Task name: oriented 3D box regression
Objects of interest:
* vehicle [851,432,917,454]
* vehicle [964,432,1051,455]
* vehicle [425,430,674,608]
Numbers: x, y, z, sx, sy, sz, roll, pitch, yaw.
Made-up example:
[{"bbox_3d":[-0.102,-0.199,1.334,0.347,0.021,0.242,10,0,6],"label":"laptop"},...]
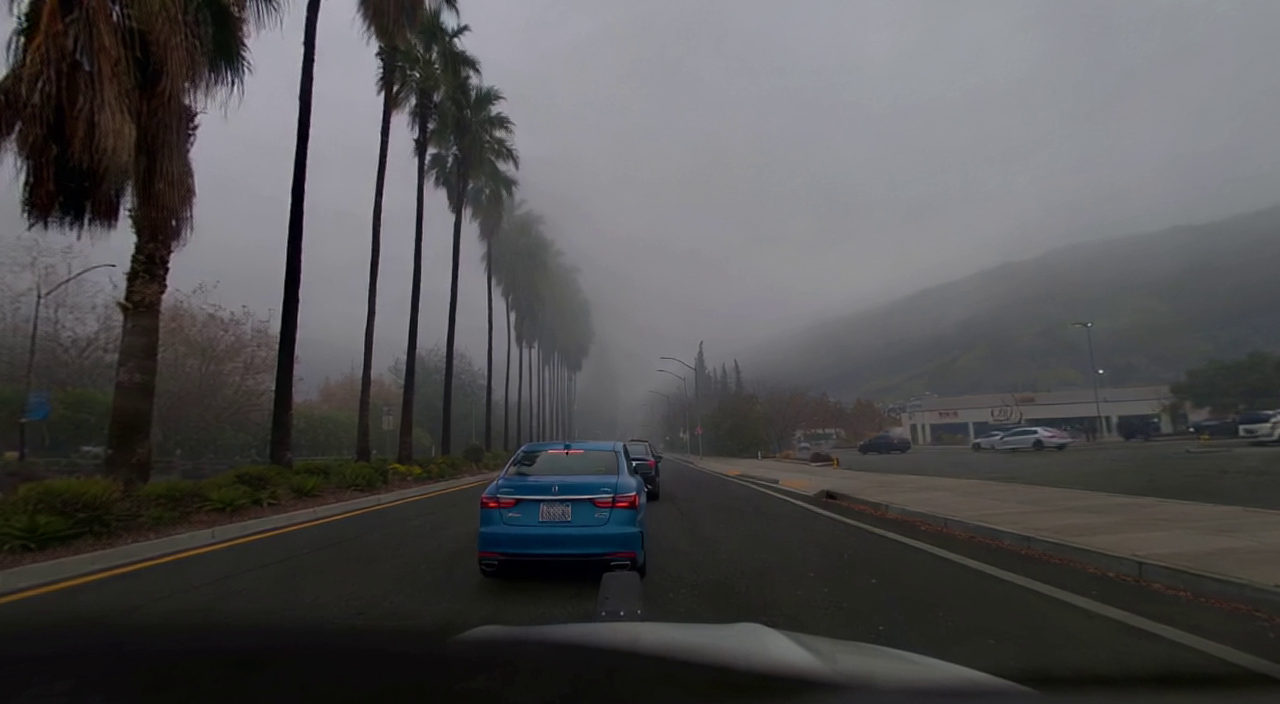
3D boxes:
[{"bbox_3d":[19.189,7.194,49.800,1.925,1.652,4.490,6,-10,-34],"label":"vehicle"},{"bbox_3d":[24.706,6.179,42.584,4.640,1.526,1.961,0,-8,2],"label":"vehicle"},{"bbox_3d":[-0.827,1.685,7.294,2.067,1.459,3.886,0,-8,-2],"label":"vehicle"}]
